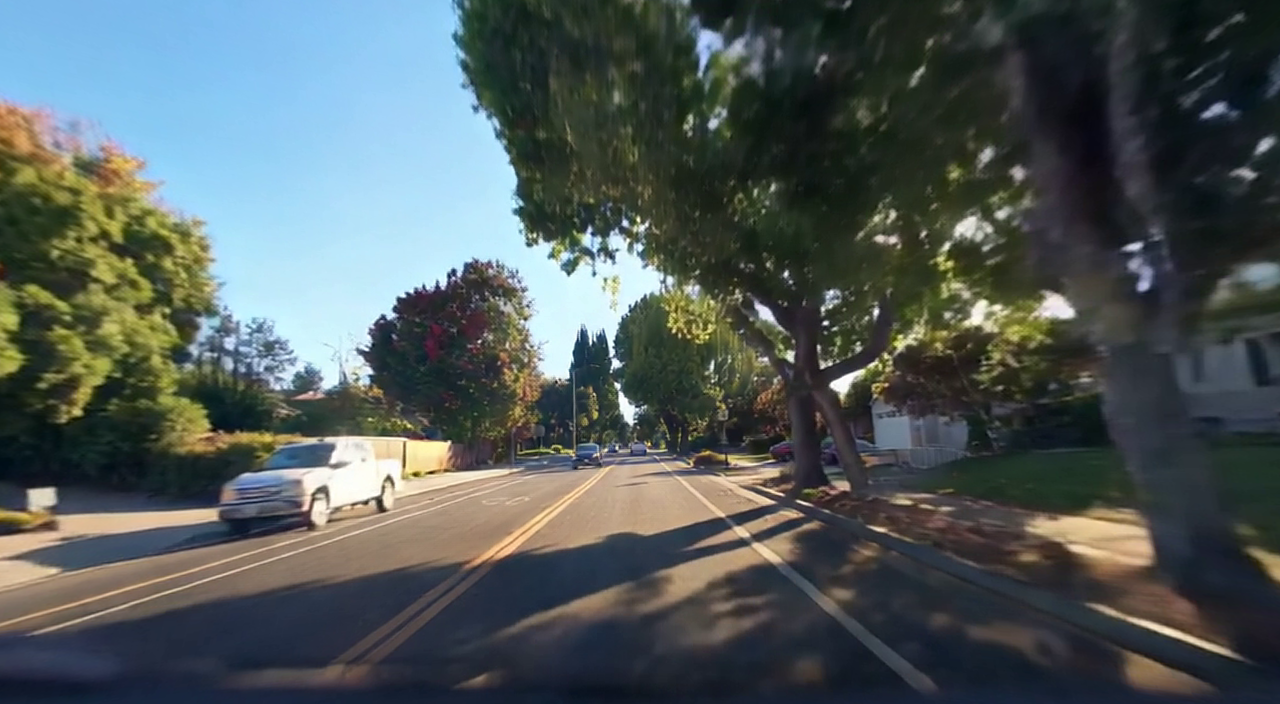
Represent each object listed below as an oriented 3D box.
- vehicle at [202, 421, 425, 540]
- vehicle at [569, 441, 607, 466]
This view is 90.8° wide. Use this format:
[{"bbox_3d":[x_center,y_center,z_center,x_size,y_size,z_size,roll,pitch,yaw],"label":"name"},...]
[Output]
[{"bbox_3d":[-6.545,2.621,13.565,2.176,1.885,5.174,-4,-9,-2],"label":"vehicle"},{"bbox_3d":[-3.382,6.641,41.669,2.074,1.527,4.438,0,-8,1],"label":"vehicle"}]
